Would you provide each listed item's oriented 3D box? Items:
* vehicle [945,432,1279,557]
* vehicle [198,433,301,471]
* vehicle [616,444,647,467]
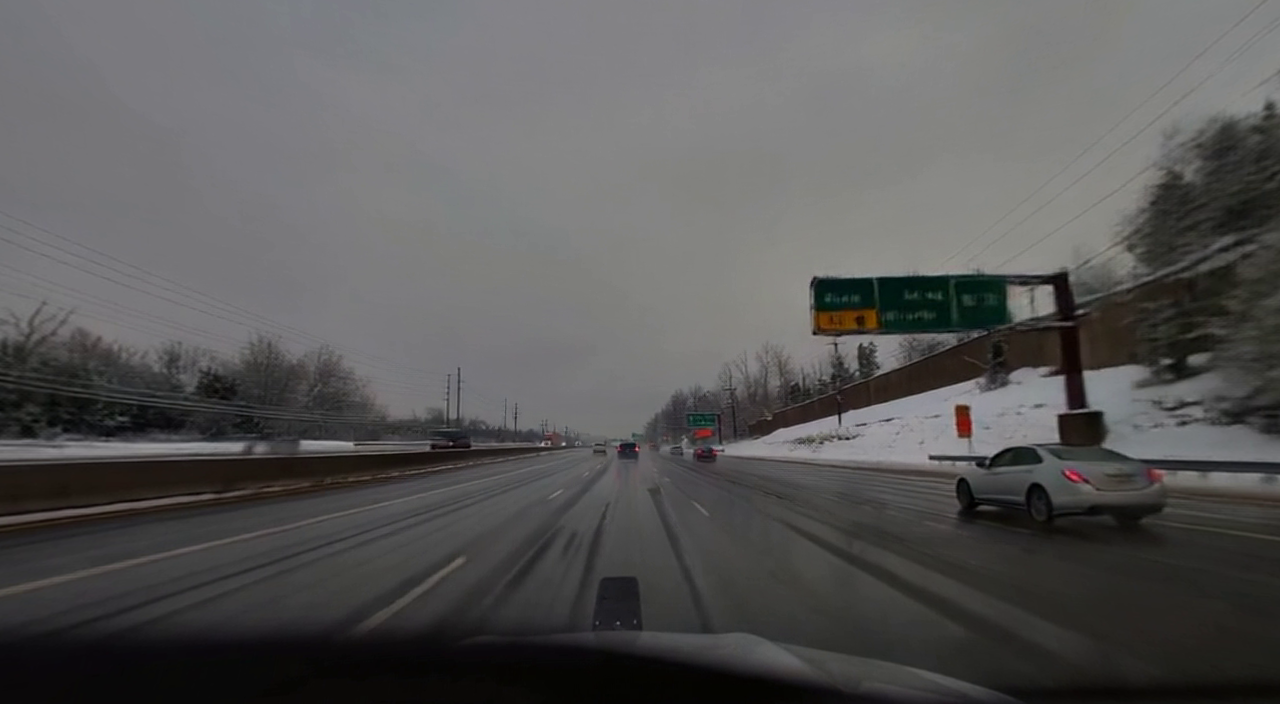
[{"bbox_3d":[6.637,1.983,9.568,1.876,1.451,4.154,0,-8,-2],"label":"vehicle"},{"bbox_3d":[-20.335,5.238,33.282,2.213,1.823,5.049,0,-8,0],"label":"vehicle"},{"bbox_3d":[-0.621,7.165,44.016,2.109,1.489,4.027,0,-8,-2],"label":"vehicle"}]
